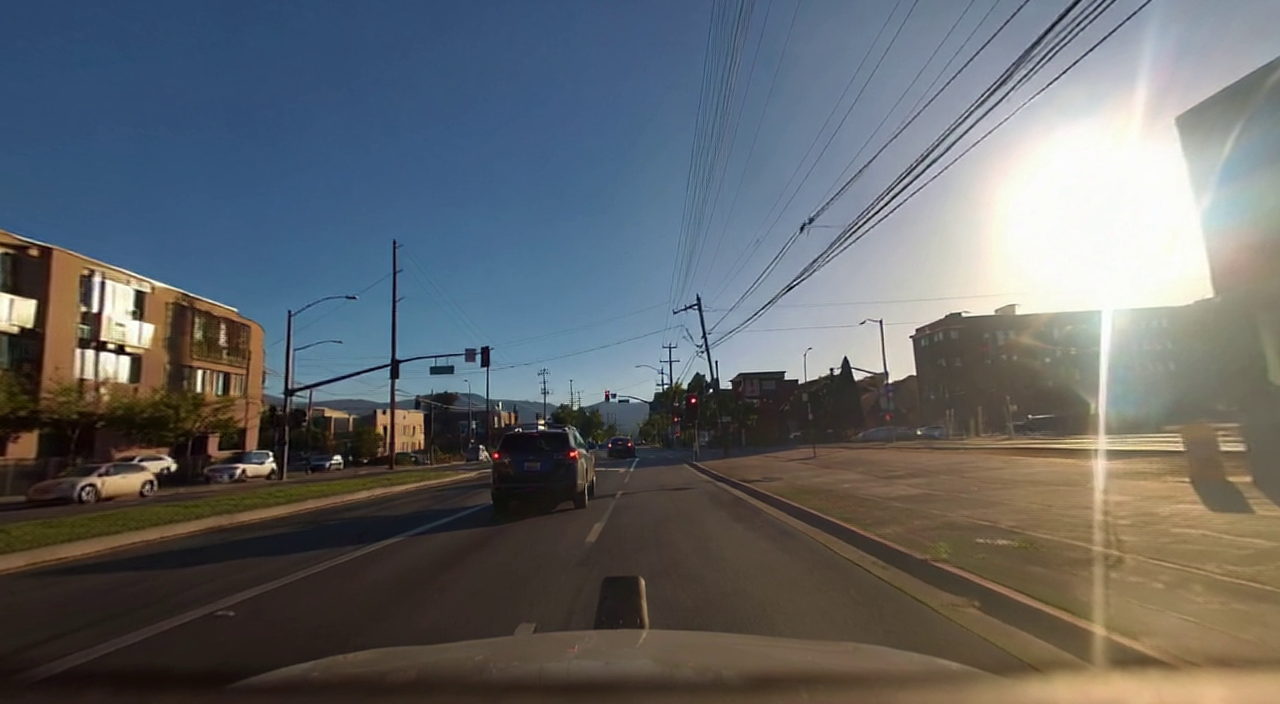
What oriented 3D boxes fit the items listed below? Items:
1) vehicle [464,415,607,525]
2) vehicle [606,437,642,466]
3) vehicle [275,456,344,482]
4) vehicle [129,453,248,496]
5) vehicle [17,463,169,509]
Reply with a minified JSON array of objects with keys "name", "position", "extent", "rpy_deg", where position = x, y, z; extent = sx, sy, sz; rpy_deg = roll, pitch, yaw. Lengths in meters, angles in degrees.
[{"name":"vehicle","position":[-1.785,2.215,12.277],"extent":[2.022,1.757,4.041],"rpy_deg":[0,-9,1]},{"name":"vehicle","position":[-0.939,6.157,39.297],"extent":[2.144,1.681,3.855],"rpy_deg":[0,-9,0]},{"name":"vehicle","position":[-20.148,7.107,38.734],"extent":[1.826,1.430,4.426],"rpy_deg":[0,-9,0]},{"name":"vehicle","position":[-20.140,5.453,28.471],"extent":[1.989,1.689,4.388],"rpy_deg":[0,-9,2]},{"name":"vehicle","position":[-20.224,4.947,23.682],"extent":[1.790,1.415,4.450],"rpy_deg":[0,-9,-2]}]
